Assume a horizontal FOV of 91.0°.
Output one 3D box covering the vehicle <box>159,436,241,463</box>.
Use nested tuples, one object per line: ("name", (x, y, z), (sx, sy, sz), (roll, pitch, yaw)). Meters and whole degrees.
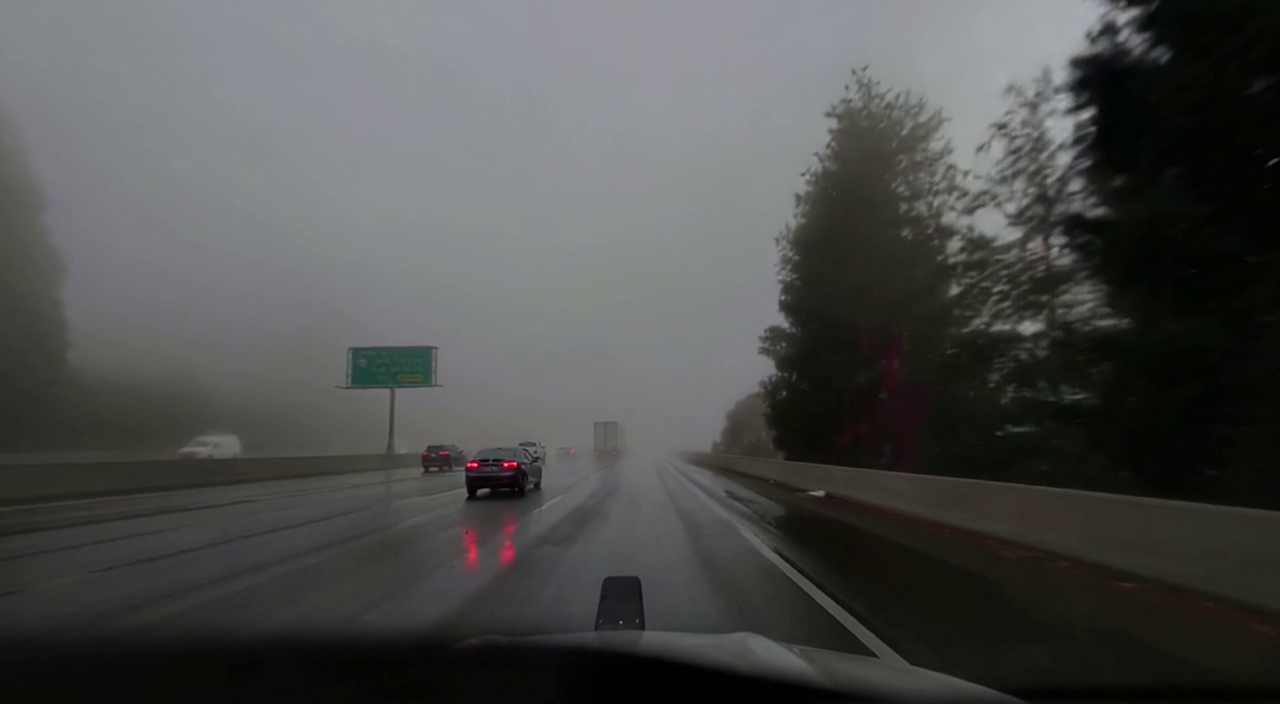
("vehicle", (-32.663, 7.242, 46.943), (2.093, 1.861, 5.410), (0, -9, 1))

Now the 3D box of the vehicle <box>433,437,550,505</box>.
("vehicle", (-3.711, 3.044, 16.554), (1.931, 1.528, 4.126), (0, -9, 2))
